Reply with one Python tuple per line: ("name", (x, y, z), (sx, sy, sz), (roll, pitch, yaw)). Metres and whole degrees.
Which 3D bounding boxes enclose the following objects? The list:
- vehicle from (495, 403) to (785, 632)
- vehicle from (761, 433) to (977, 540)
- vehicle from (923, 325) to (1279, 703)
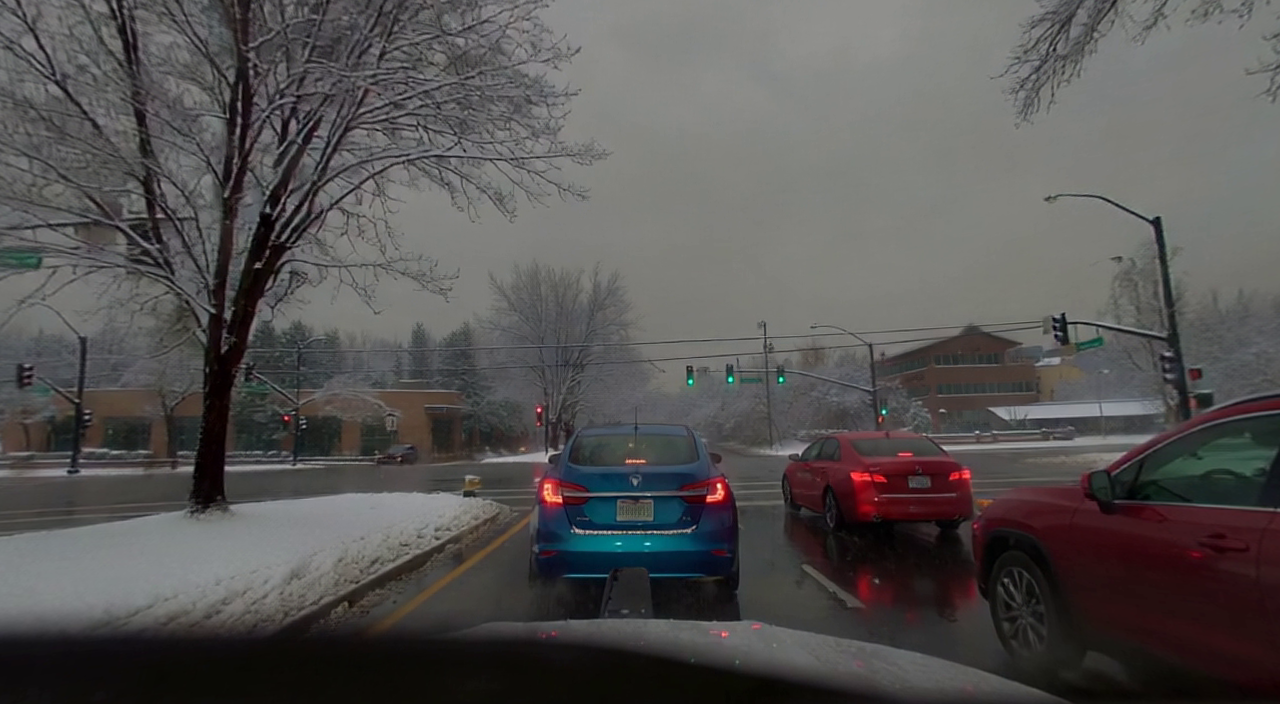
("vehicle", (-0.014, 1.477, 6.504), (2.074, 1.631, 3.793), (0, -9, 0))
("vehicle", (3.696, 2.258, 11.299), (2.054, 1.482, 4.654), (0, -9, -1))
("vehicle", (3.725, 0.934, 3.422), (2.162, 1.829, 4.519), (0, -9, -1))
